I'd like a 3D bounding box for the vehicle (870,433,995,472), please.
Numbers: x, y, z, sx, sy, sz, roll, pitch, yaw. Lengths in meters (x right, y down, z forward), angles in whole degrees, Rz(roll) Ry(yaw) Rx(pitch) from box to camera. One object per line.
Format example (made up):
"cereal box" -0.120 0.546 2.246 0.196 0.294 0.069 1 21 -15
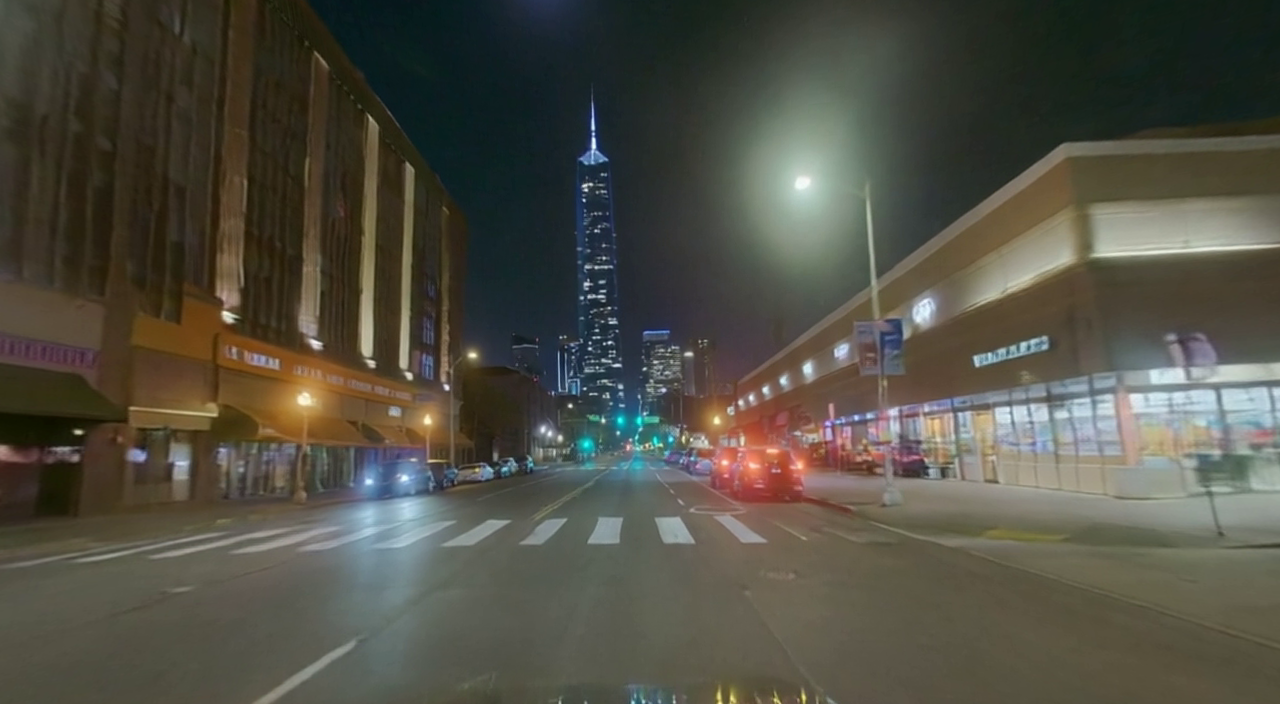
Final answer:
"vehicle" 13.525 4.679 29.512 4.732 1.746 2.141 -1 -8 3

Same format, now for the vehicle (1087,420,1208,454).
"vehicle" 27.190 4.614 33.963 4.579 1.735 2.092 0 -9 0

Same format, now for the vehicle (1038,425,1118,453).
"vehicle" 27.022 5.363 39.052 3.666 1.448 1.639 -3 -6 1

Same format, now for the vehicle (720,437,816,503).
"vehicle" 3.829 3.615 19.918 2.118 1.779 5.121 0 -8 2

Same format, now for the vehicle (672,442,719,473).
"vehicle" 3.597 6.974 42.119 2.492 1.909 5.830 0 -8 -1

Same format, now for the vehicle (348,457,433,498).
"vehicle" -10.943 5.514 28.099 2.018 1.553 4.407 0 -8 -1

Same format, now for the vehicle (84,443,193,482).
"vehicle" -22.474 4.937 28.536 1.778 1.639 4.019 0 -8 -3

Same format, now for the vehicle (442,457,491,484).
"vehicle" -10.888 7.458 40.039 1.861 1.473 4.633 0 -8 -1
